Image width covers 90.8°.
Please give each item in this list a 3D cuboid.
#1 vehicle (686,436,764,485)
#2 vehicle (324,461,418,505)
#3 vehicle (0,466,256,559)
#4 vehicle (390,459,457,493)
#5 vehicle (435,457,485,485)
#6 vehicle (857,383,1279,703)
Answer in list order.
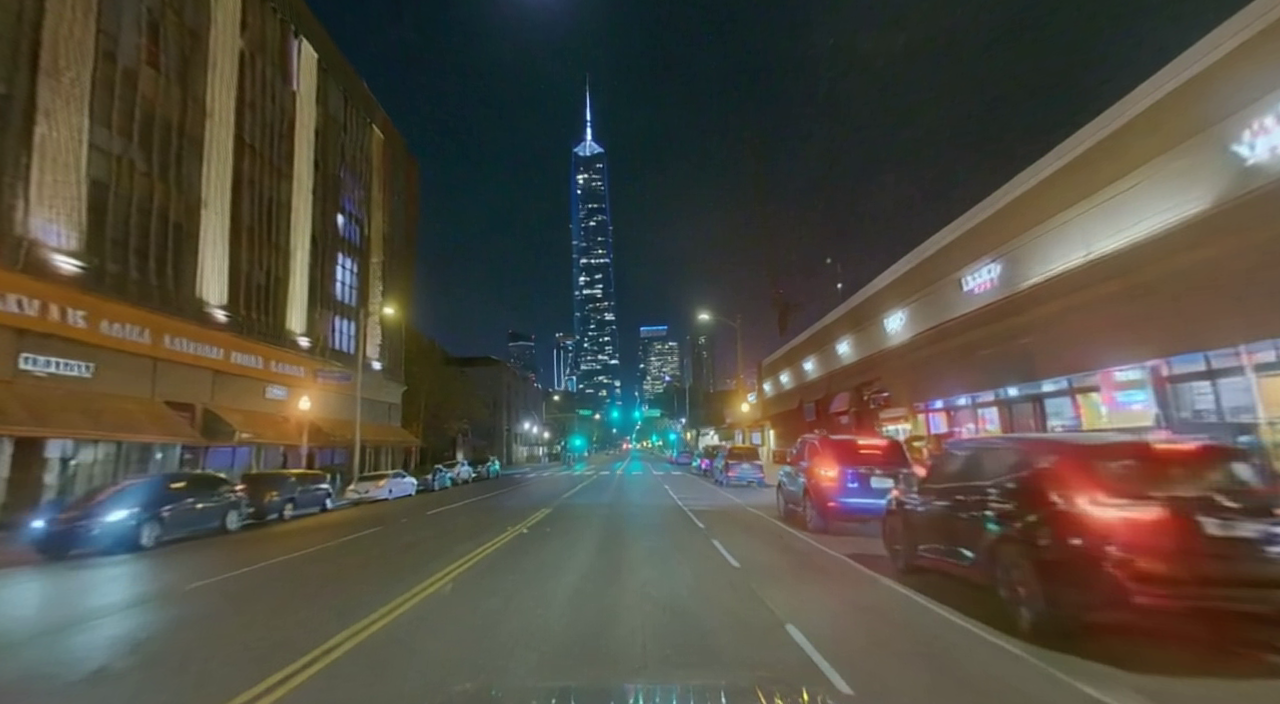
[{"bbox_3d":[3.598,4.738,27.975,2.492,1.909,5.830,0,-8,-1],"label":"vehicle"},{"bbox_3d":[-10.863,5.295,25.916,1.861,1.473,4.633,0,-8,-1],"label":"vehicle"},{"bbox_3d":[-10.882,3.381,13.990,2.018,1.553,4.407,0,-8,-1],"label":"vehicle"},{"bbox_3d":[-10.816,6.218,31.914,1.803,1.489,4.404,-1,-8,1],"label":"vehicle"},{"bbox_3d":[-10.797,7.159,38.174,1.748,1.478,4.413,0,-8,0],"label":"vehicle"},{"bbox_3d":[3.854,1.421,5.800,2.118,1.779,5.121,-1,-9,3],"label":"vehicle"}]
